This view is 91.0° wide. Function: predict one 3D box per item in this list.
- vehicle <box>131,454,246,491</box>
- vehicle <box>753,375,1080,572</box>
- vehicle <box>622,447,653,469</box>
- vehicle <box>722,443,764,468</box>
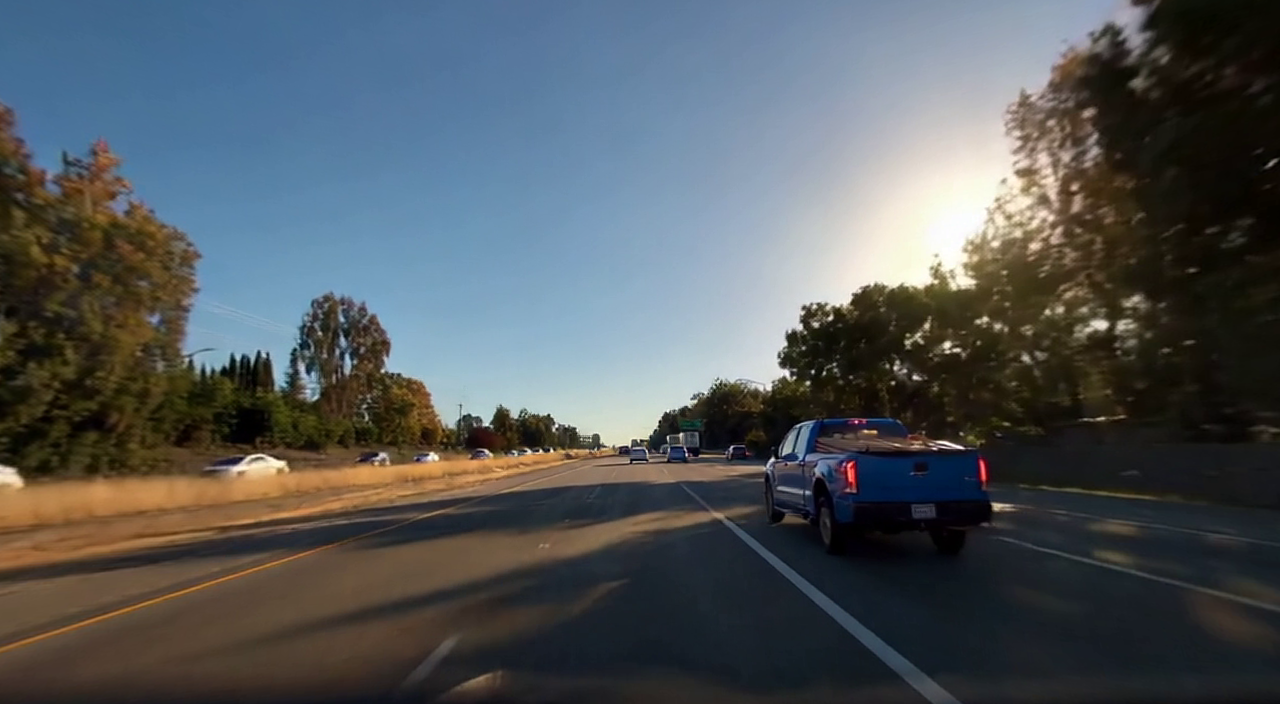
[{"bbox_3d":[-21.262,5.666,29.933,1.884,1.533,4.698,0,-9,1],"label":"vehicle"},{"bbox_3d":[3.432,1.703,9.524,2.354,2.079,5.586,0,-9,0],"label":"vehicle"},{"bbox_3d":[-0.118,7.228,43.152,2.030,1.473,3.926,0,-9,0],"label":"vehicle"},{"bbox_3d":[7.209,7.299,44.567,2.189,1.704,4.521,0,-9,0],"label":"vehicle"}]
